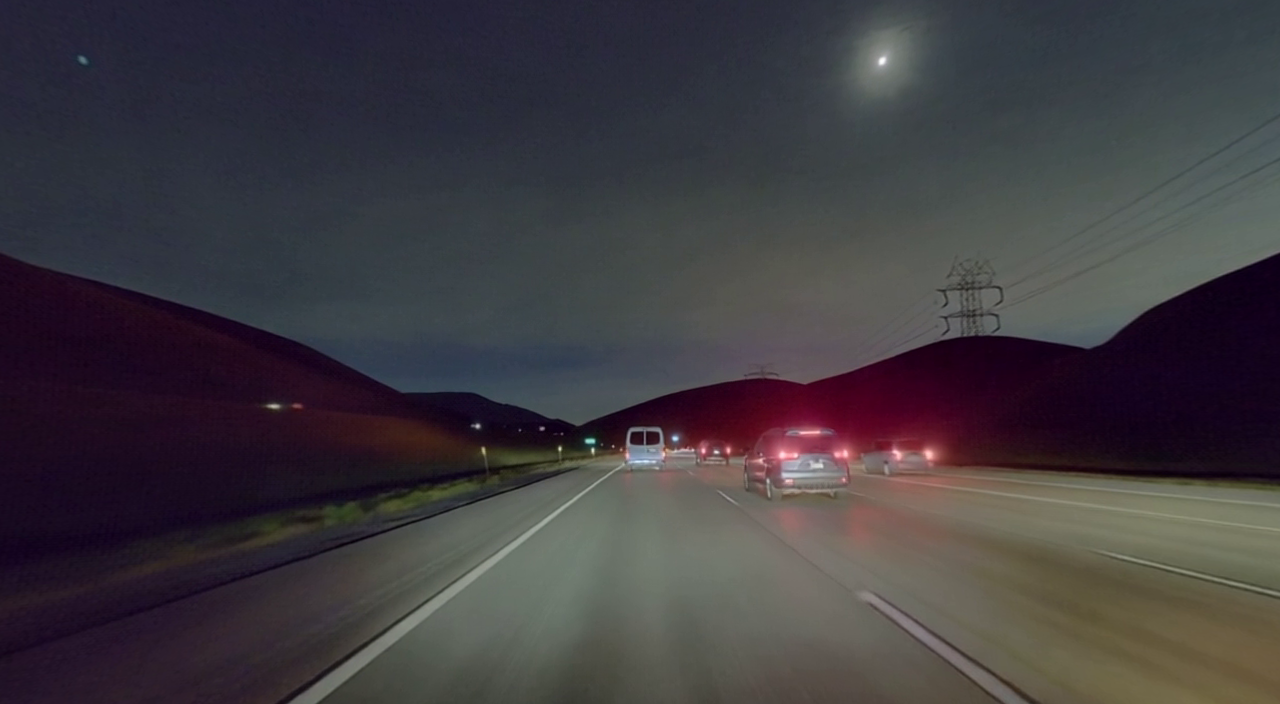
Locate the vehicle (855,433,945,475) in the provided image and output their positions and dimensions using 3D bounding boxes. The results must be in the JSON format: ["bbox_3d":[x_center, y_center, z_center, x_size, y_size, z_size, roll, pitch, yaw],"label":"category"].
[{"bbox_3d":[11.321,4.473,27.890,2.087,1.681,4.589,0,-8,1],"label":"vehicle"}]

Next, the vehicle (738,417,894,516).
[{"bbox_3d":[3.629,2.457,14.033,2.139,1.821,4.480,0,-8,0],"label":"vehicle"}]

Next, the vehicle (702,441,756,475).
[{"bbox_3d":[4.106,4.959,29.793,1.938,1.466,4.356,0,-8,0],"label":"vehicle"}]

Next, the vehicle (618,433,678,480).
[{"bbox_3d":[0.335,4.292,26.184,2.268,1.772,4.523,0,-8,1],"label":"vehicle"}]
